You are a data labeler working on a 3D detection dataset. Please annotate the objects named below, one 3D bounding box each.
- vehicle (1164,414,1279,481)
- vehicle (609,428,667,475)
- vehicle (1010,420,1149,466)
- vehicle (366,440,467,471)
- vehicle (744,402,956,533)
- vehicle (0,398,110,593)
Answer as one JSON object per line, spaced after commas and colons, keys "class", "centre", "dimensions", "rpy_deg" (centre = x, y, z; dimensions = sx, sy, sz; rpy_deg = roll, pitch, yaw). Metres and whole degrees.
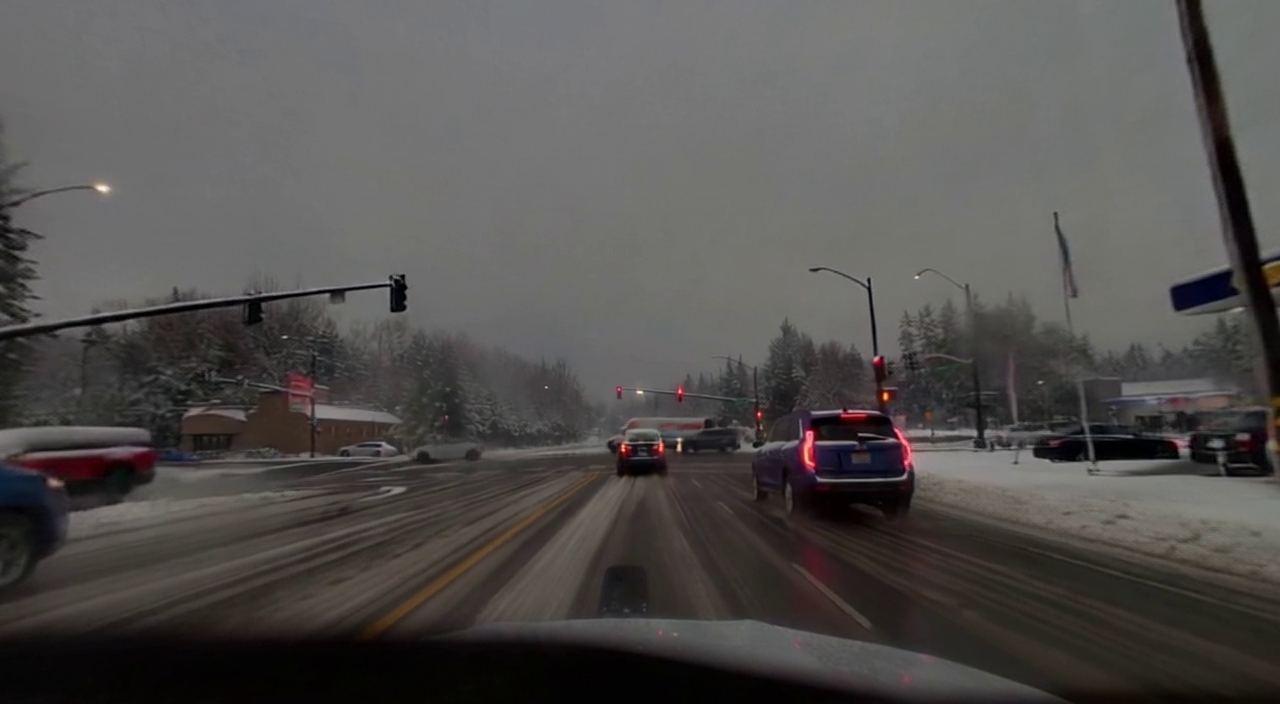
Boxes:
{"class": "vehicle", "centre": [15.837, 2.373, 15.685], "dimensions": [3.793, 1.549, 2.010], "rpy_deg": [0, -8, -2]}
{"class": "vehicle", "centre": [-0.030, 3.893, 24.801], "dimensions": [2.067, 1.702, 3.987], "rpy_deg": [0, -8, 1]}
{"class": "vehicle", "centre": [16.797, 3.489, 24.233], "dimensions": [3.848, 1.674, 1.887], "rpy_deg": [0, -8, 2]}
{"class": "vehicle", "centre": [-11.626, 5.410, 33.133], "dimensions": [1.835, 1.485, 4.788], "rpy_deg": [-5, -10, 32]}
{"class": "vehicle", "centre": [3.234, 1.901, 10.841], "dimensions": [2.083, 1.779, 4.347], "rpy_deg": [0, -8, -1]}
{"class": "vehicle", "centre": [-6.932, 1.125, 4.466], "dimensions": [2.011, 1.774, 4.866], "rpy_deg": [0, -8, 1]}
